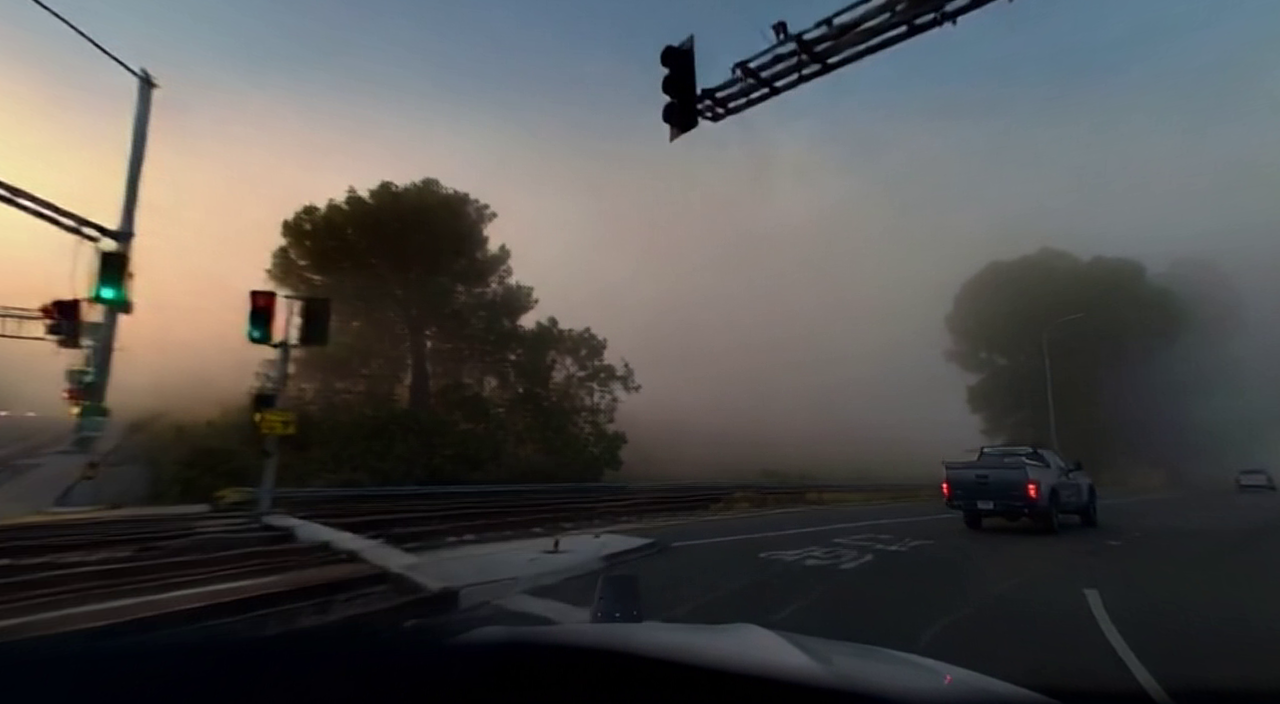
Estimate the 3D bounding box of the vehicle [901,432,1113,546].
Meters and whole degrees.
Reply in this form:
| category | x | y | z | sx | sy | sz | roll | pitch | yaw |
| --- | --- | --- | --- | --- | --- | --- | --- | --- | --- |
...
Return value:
| category | x | y | z | sx | sy | sz | roll | pitch | yaw |
| --- | --- | --- | --- | --- | --- | --- | --- | --- | --- |
| vehicle | 8.002 | 2.760 | 13.533 | 5.251 | 1.926 | 2.404 | 8 | -12 | -43 |
